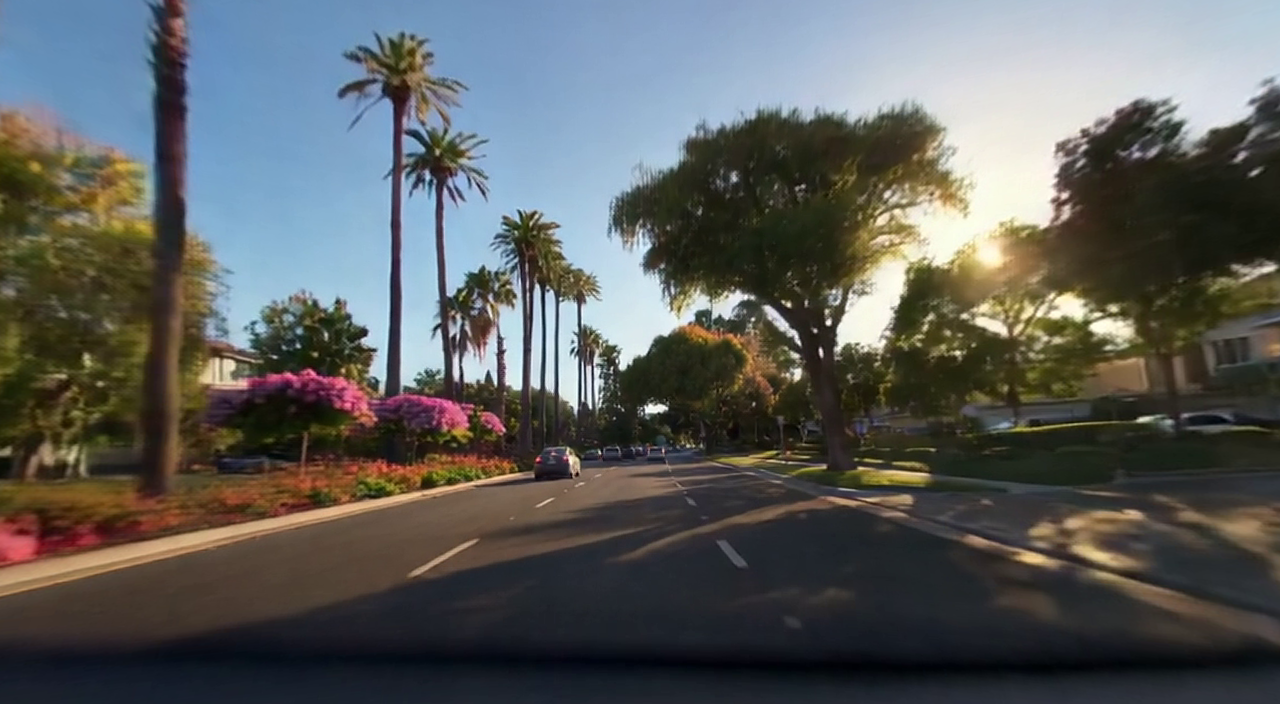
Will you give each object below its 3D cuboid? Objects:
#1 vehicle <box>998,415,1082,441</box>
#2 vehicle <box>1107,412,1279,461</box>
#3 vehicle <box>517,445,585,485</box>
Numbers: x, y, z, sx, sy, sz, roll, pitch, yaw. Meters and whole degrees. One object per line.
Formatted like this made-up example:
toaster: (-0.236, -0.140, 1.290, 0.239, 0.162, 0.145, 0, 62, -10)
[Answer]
vehicle: (25.191, 4.824, 39.642, 3.956, 1.565, 1.886, -1, -9, 4)
vehicle: (19.607, 3.009, 22.233, 4.364, 1.609, 1.917, -2, -9, 8)
vehicle: (-3.557, 4.599, 25.905, 2.036, 1.478, 4.508, -1, -9, 2)
